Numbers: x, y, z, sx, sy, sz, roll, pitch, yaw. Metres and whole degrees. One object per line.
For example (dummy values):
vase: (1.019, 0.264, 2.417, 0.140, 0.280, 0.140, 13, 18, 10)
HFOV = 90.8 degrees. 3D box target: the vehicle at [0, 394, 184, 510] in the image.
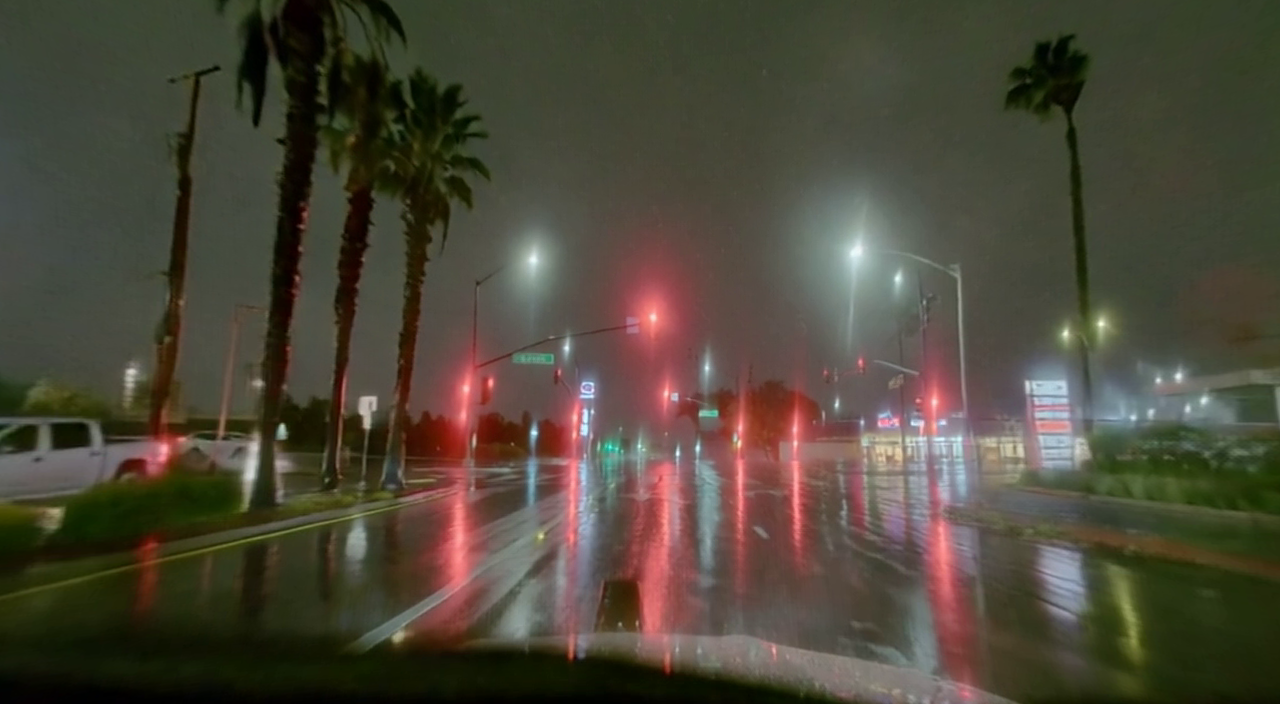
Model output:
vehicle: (-11.091, 1.803, 11.383, 2.109, 1.816, 4.670, -1, -8, 2)

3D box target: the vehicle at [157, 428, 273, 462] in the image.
vehicle: (-21.233, 4.680, 31.695, 4.350, 1.624, 2.023, 0, -8, 0)
